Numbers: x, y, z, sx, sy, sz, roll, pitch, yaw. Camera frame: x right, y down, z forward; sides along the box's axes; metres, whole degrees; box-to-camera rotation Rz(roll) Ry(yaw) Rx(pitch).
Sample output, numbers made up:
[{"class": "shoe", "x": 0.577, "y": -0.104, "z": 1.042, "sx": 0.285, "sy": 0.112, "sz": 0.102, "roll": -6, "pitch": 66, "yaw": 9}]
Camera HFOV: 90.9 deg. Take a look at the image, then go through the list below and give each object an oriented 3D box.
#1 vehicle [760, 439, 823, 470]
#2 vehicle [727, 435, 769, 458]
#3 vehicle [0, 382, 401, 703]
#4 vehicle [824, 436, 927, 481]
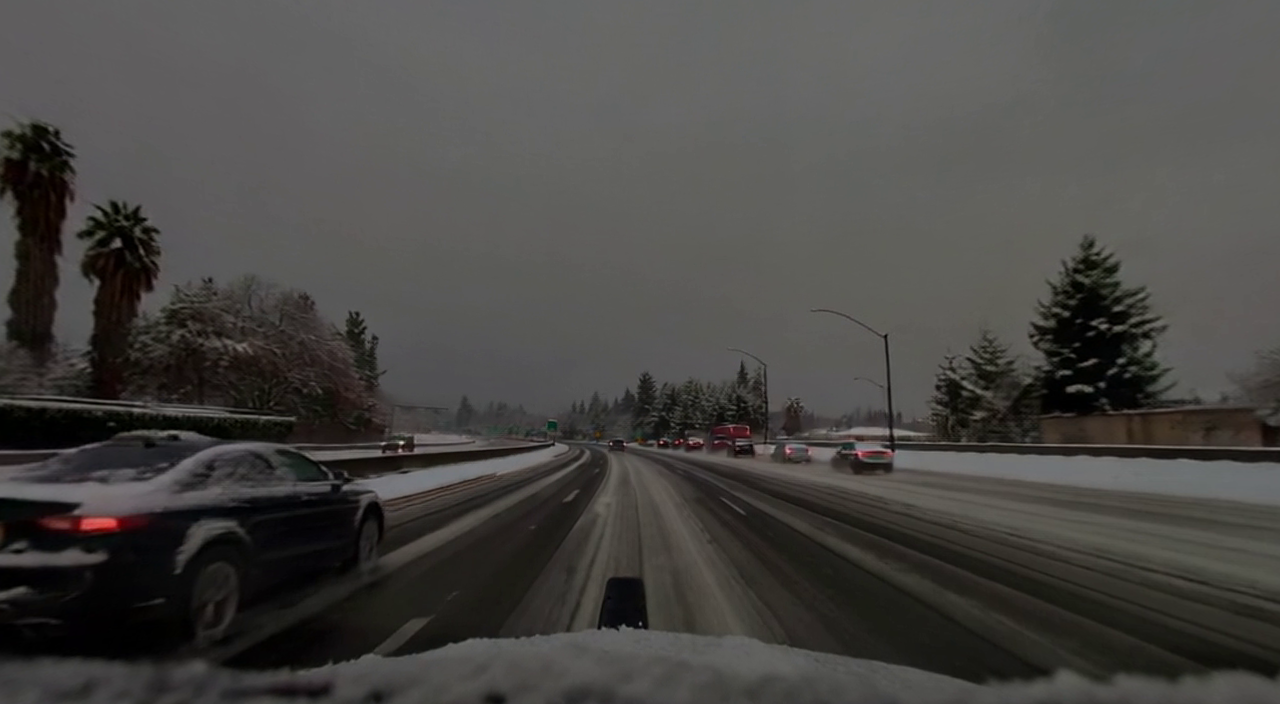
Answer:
[{"class": "vehicle", "x": 7.859, "y": 5.363, "z": 33.200, "sx": 1.984, "sy": 1.477, "sz": 4.385, "roll": 0, "pitch": -8, "yaw": -3}, {"class": "vehicle", "x": 7.725, "y": 6.848, "z": 45.664, "sx": 1.957, "sy": 1.584, "sz": 4.272, "roll": 0, "pitch": -8, "yaw": -5}, {"class": "vehicle", "x": -3.590, "y": 1.193, "z": 4.490, "sx": 2.109, "sy": 1.536, "sz": 4.174, "roll": -1, "pitch": -8, "yaw": 1}, {"class": "vehicle", "x": 8.575, "y": 3.912, "z": 23.431, "sx": 1.922, "sy": 1.456, "sz": 4.626, "roll": 0, "pitch": -8, "yaw": -2}]
